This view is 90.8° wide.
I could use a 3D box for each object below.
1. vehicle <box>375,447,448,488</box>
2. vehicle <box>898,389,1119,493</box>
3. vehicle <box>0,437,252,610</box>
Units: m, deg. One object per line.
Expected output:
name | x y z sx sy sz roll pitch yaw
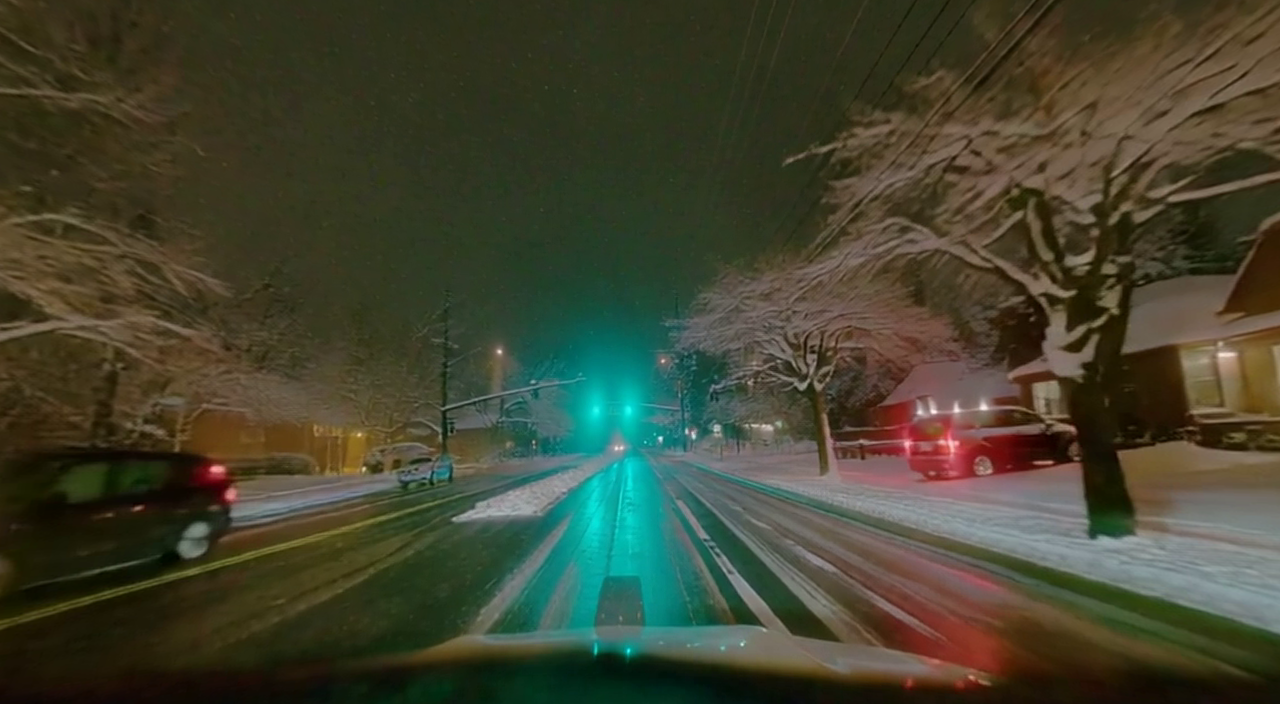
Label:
vehicle | -12.238 6.167 34.245 2.041 1.788 5.116 -7 -8 -2
vehicle | 9.368 2.133 15.974 5.565 2.036 1.907 -1 -7 -27
vehicle | -7.129 1.916 7.399 2.142 1.611 4.890 -5 -8 0
